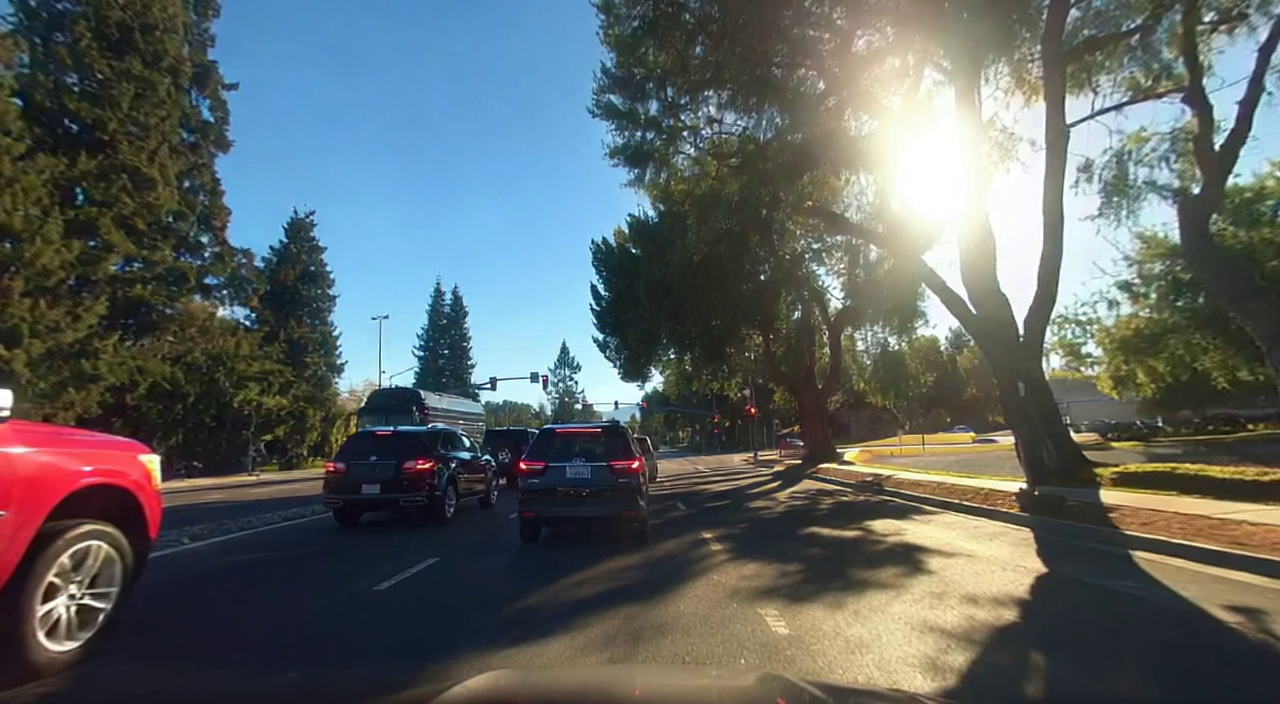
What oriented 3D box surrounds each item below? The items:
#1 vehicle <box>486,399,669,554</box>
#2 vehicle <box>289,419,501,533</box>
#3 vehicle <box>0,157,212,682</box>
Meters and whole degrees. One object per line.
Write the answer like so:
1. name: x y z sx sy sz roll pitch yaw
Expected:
1. vehicle: -0.676 1.820 9.933 2.131 1.793 5.016 0 -8 1
2. vehicle: -4.122 2.164 11.635 2.009 1.673 4.454 0 -8 2
3. vehicle: -4.601 0.081 1.459 2.400 2.730 6.652 0 -8 1
